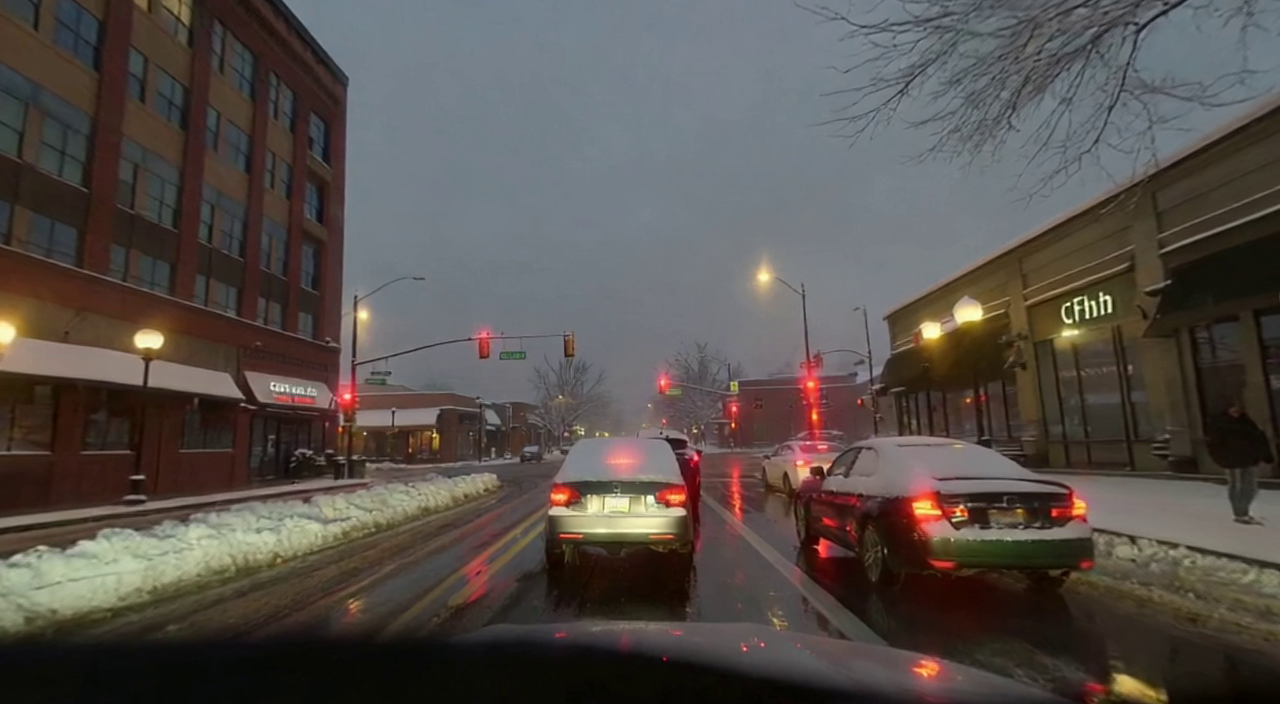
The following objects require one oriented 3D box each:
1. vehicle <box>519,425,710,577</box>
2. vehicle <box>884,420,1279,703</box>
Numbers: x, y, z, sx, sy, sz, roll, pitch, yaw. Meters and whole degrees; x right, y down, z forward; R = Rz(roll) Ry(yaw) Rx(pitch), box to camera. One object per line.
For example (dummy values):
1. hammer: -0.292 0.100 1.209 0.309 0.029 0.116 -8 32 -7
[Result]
1. vehicle: -0.257 1.758 8.172 1.888 1.489 3.703 0 -8 0
2. vehicle: 3.207 1.130 3.152 2.006 1.496 4.767 0 -9 -1
